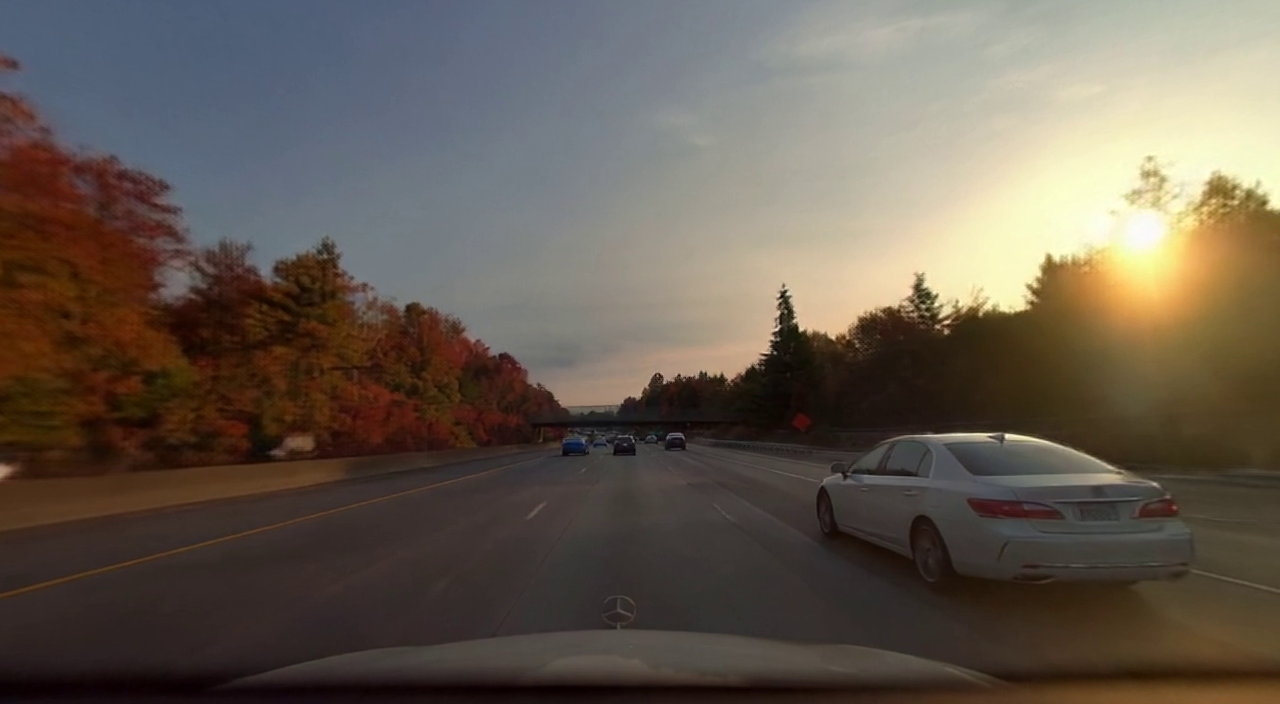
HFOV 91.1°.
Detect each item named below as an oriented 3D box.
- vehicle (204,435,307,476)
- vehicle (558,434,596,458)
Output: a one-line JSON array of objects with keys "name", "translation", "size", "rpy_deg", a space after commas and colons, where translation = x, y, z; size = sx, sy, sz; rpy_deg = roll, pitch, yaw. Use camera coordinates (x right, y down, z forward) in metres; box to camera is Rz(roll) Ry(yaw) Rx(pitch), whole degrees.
[{"name": "vehicle", "translation": [-20.329, 5.461, 33.604], "size": [2.166, 2.003, 5.341], "rpy_deg": [0, -8, -1]}, {"name": "vehicle", "translation": [-4.144, 6.264, 41.956], "size": [2.103, 1.507, 4.367], "rpy_deg": [0, -8, 0]}]
